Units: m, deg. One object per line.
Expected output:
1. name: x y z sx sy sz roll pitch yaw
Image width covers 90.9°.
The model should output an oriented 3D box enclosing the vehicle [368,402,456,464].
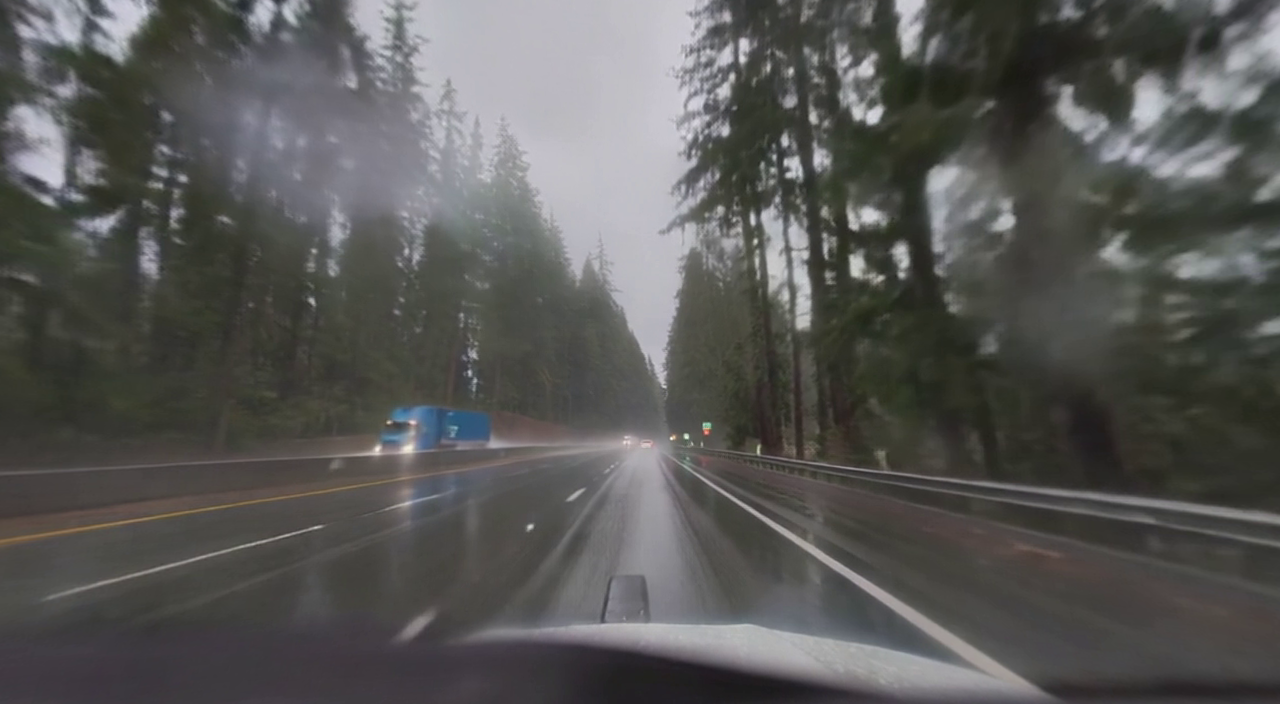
1. vehicle: -17.106 6.224 48.112 3.317 4.278 8.478 0 -8 1
